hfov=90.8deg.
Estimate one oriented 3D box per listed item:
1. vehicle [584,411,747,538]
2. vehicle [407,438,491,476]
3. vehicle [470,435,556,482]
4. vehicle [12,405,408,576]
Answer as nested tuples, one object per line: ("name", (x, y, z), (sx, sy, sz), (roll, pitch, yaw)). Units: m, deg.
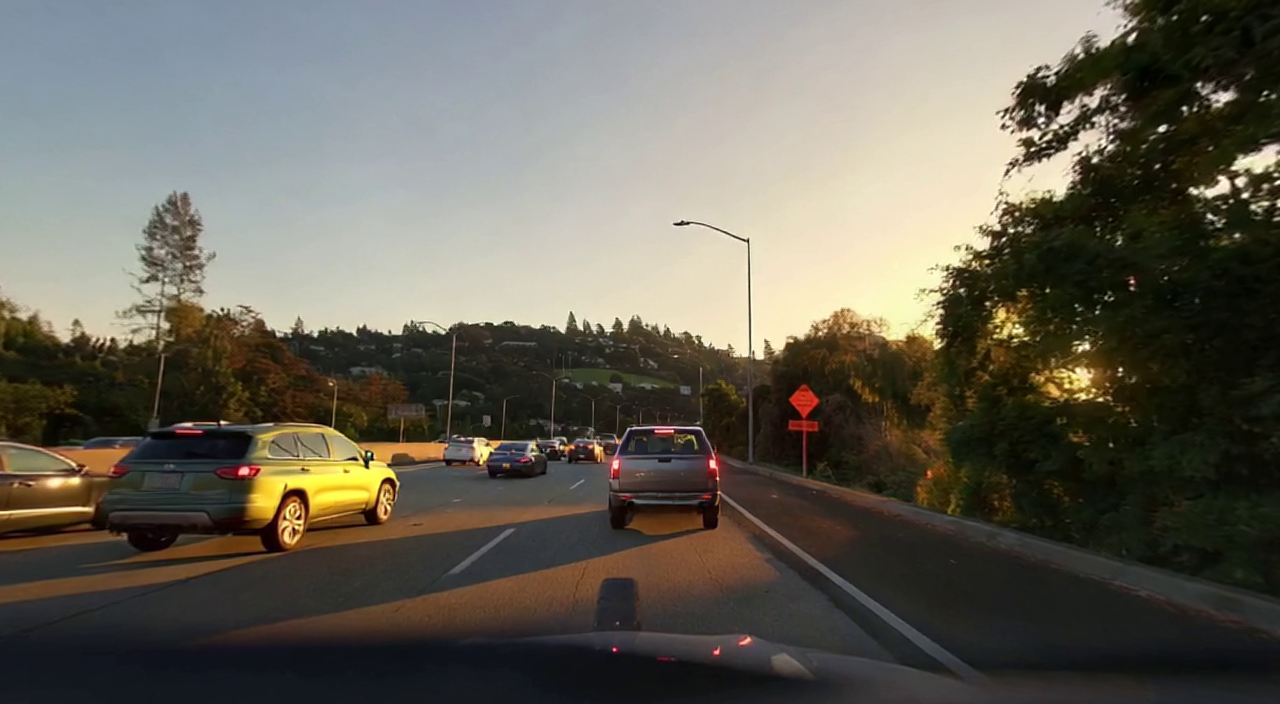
("vehicle", (0.426, 2.021, 10.970), (2.235, 1.716, 4.435), (-1, -8, 2))
("vehicle", (-7.866, 4.363, 26.539), (1.925, 1.454, 4.270), (-1, -9, 4))
("vehicle", (-4.272, 3.656, 21.928), (1.868, 1.470, 4.105), (-1, -9, 4))
("vehicle", (-5.135, 1.708, 8.553), (2.076, 1.688, 4.334), (-1, -9, 4))
